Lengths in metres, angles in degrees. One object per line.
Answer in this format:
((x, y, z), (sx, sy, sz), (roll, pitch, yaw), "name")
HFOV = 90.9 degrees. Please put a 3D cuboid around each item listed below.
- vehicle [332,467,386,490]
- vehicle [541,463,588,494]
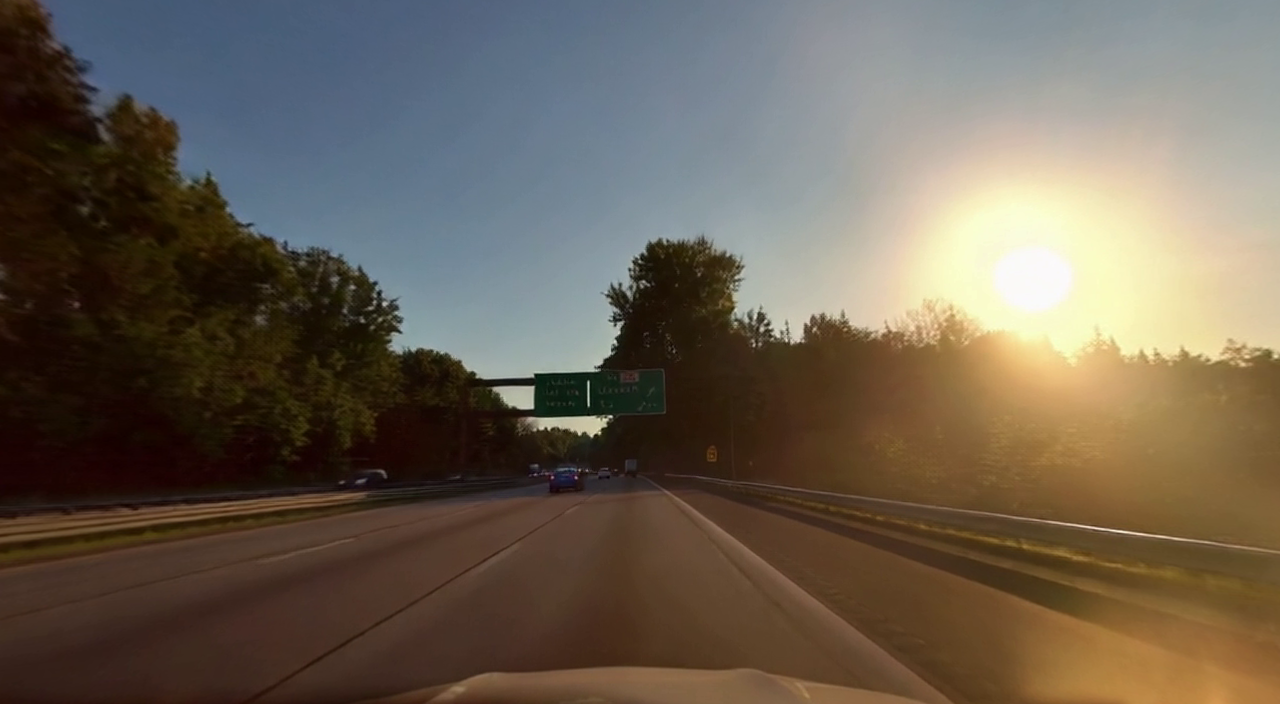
((-20.949, 9.464, 47.153), (1.889, 1.591, 4.871), (1, -11, -1), "vehicle")
((-3.974, 6.779, 33.815), (1.954, 1.509, 4.094), (0, -11, 1), "vehicle")
